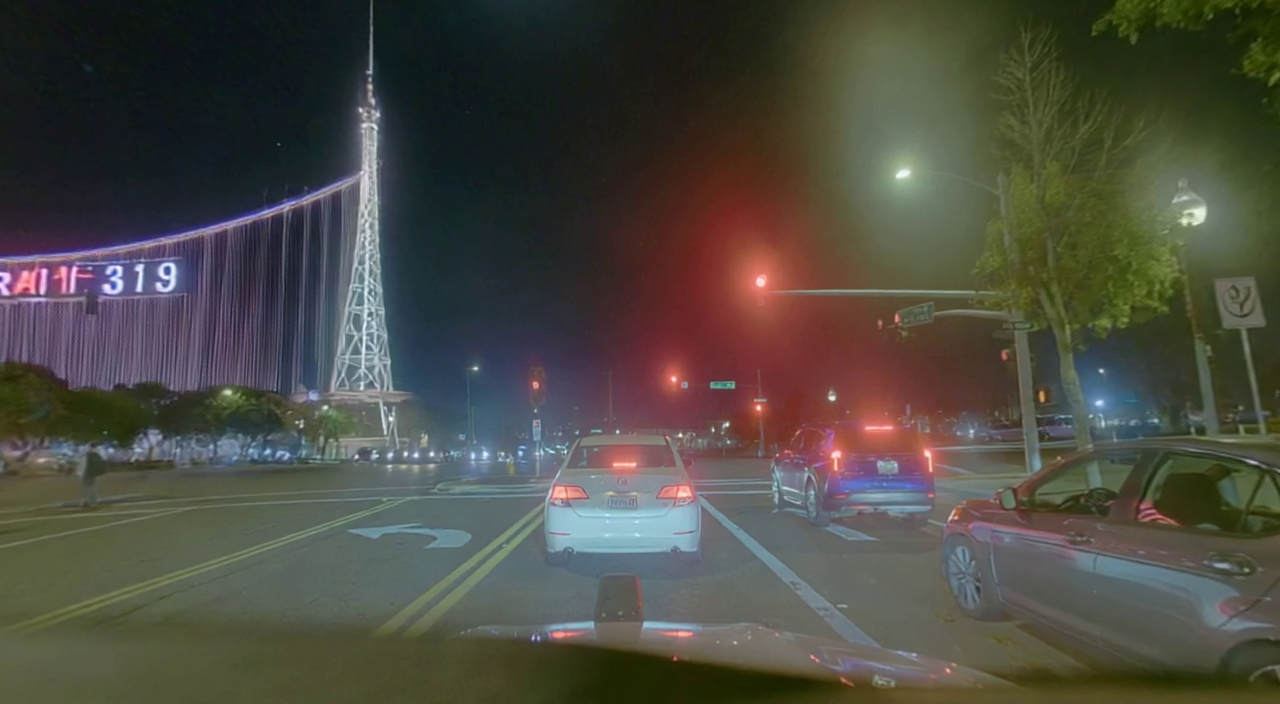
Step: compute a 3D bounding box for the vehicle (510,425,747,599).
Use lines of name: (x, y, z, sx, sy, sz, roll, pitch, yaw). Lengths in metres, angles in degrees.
vehicle: (-0.107, 1.700, 7.544, 2.096, 1.521, 3.747, 0, -8, 0)

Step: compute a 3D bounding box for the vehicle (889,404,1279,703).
vehicle: (3.381, 1.171, 3.996, 1.833, 1.465, 4.258, 0, -8, -1)

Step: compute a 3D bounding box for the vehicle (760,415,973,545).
vehicle: (3.517, 2.085, 10.953, 1.978, 1.738, 4.599, 0, -8, 0)
